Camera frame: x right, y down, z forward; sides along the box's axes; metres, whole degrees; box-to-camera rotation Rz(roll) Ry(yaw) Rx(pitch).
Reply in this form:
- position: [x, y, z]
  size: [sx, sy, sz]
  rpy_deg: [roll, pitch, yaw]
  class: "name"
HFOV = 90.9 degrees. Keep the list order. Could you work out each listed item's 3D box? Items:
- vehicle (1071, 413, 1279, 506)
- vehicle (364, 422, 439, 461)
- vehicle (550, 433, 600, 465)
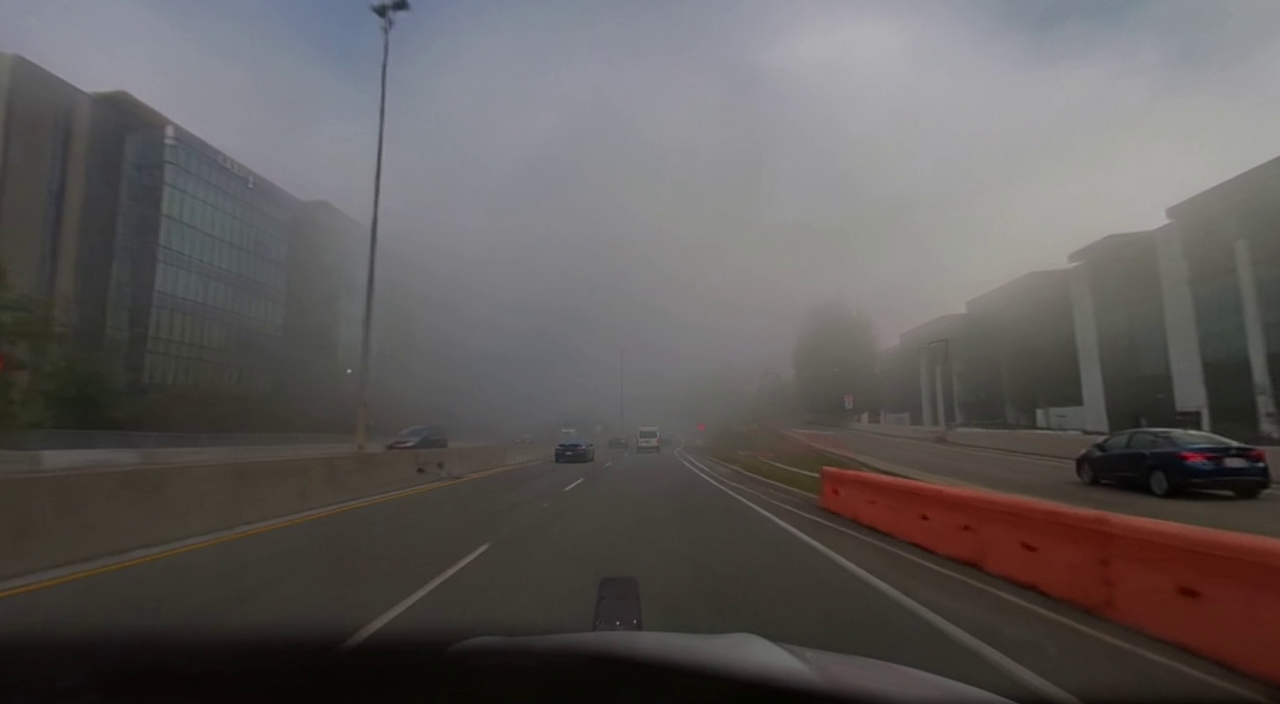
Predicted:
- position: [10.444, 2.005, 12.163]
  size: [1.913, 1.499, 3.581]
  rpy_deg: [-1, -8, 6]
  class: "vehicle"
- position: [-13.008, 4.923, 34.782]
  size: [2.013, 1.983, 4.980]
  rpy_deg: [0, -8, 2]
  class: "vehicle"
- position: [-3.096, 4.702, 30.814]
  size: [1.848, 1.406, 4.013]
  rpy_deg: [0, -8, 2]
  class: "vehicle"
